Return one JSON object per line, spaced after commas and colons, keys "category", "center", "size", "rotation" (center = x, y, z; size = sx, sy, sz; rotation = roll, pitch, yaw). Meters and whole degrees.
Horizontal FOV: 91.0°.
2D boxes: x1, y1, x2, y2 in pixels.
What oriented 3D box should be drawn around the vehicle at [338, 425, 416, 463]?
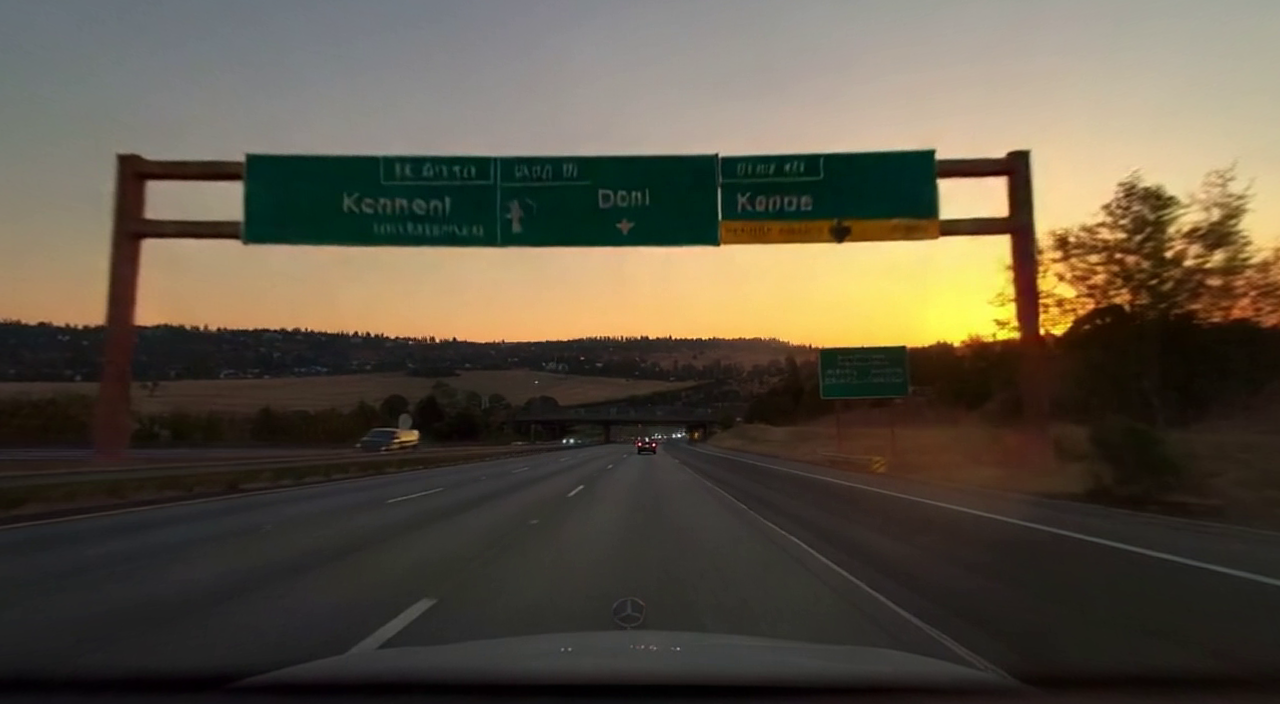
{"category": "vehicle", "center": [-16.680, 5.871, 40.314], "size": [2.329, 2.251, 5.801], "rotation": [0, -8, 1]}
